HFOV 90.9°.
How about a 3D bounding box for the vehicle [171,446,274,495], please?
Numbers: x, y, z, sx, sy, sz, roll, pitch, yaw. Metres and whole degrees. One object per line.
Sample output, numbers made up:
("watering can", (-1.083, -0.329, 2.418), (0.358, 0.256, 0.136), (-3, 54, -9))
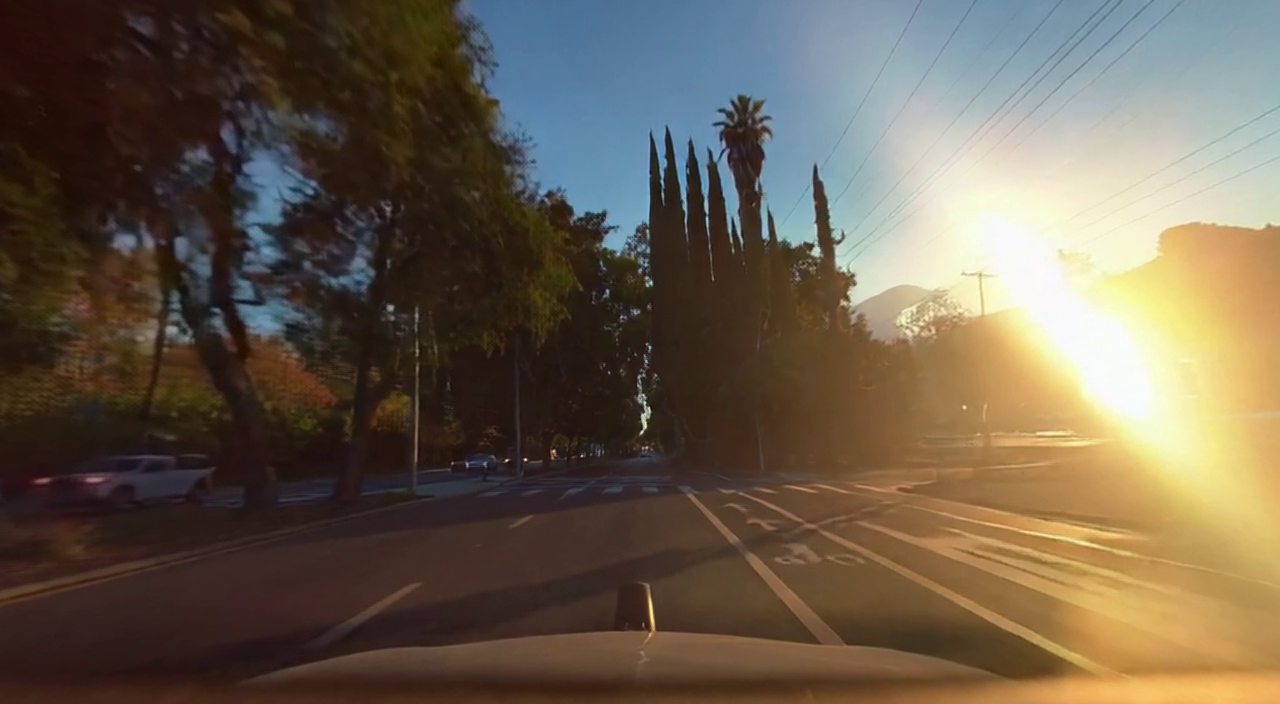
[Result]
("vehicle", (-18.285, 5.159, 27.830), (2.050, 1.962, 3.459), (-1, -8, 2))

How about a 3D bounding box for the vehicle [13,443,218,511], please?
("vehicle", (-18.359, 4.336, 22.627), (2.279, 2.066, 5.821), (-1, -8, 1))
